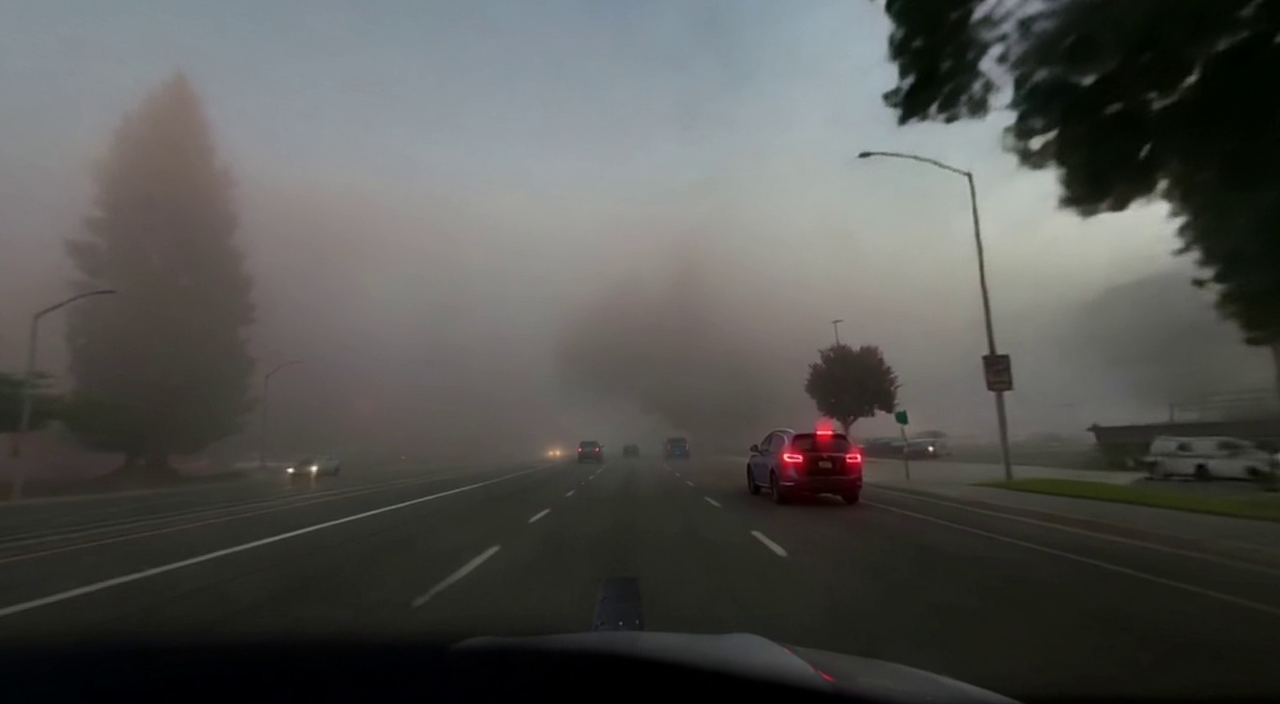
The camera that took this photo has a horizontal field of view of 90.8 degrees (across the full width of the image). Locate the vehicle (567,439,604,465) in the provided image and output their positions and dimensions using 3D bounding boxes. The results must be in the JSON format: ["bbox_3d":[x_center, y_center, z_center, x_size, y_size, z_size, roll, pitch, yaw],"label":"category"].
[{"bbox_3d":[-3.954,7.361,46.813,2.220,1.793,4.885,0,-8,1],"label":"vehicle"}]

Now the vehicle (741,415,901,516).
[{"bbox_3d":[3.641,2.380,13.702,2.060,1.816,4.343,0,-8,-1],"label":"vehicle"}]

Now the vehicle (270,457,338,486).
[{"bbox_3d":[-20.509,7.262,38.731,1.823,1.561,3.987,-1,-8,2],"label":"vehicle"}]

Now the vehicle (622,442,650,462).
[{"bbox_3d":[-0.353,7.747,49.045,2.074,1.463,4.016,0,-8,-1],"label":"vehicle"}]

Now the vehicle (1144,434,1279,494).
[{"bbox_3d":[16.423,2.948,16.793,4.369,1.489,1.825,0,-8,1],"label":"vehicle"}]

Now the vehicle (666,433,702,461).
[{"bbox_3d":[3.331,7.297,48.602,2.197,2.034,4.667,0,-8,-2],"label":"vehicle"}]

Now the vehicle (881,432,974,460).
[{"bbox_3d":[18.024,5.875,39.692,4.970,1.700,2.108,1,-8,-11],"label":"vehicle"}]
